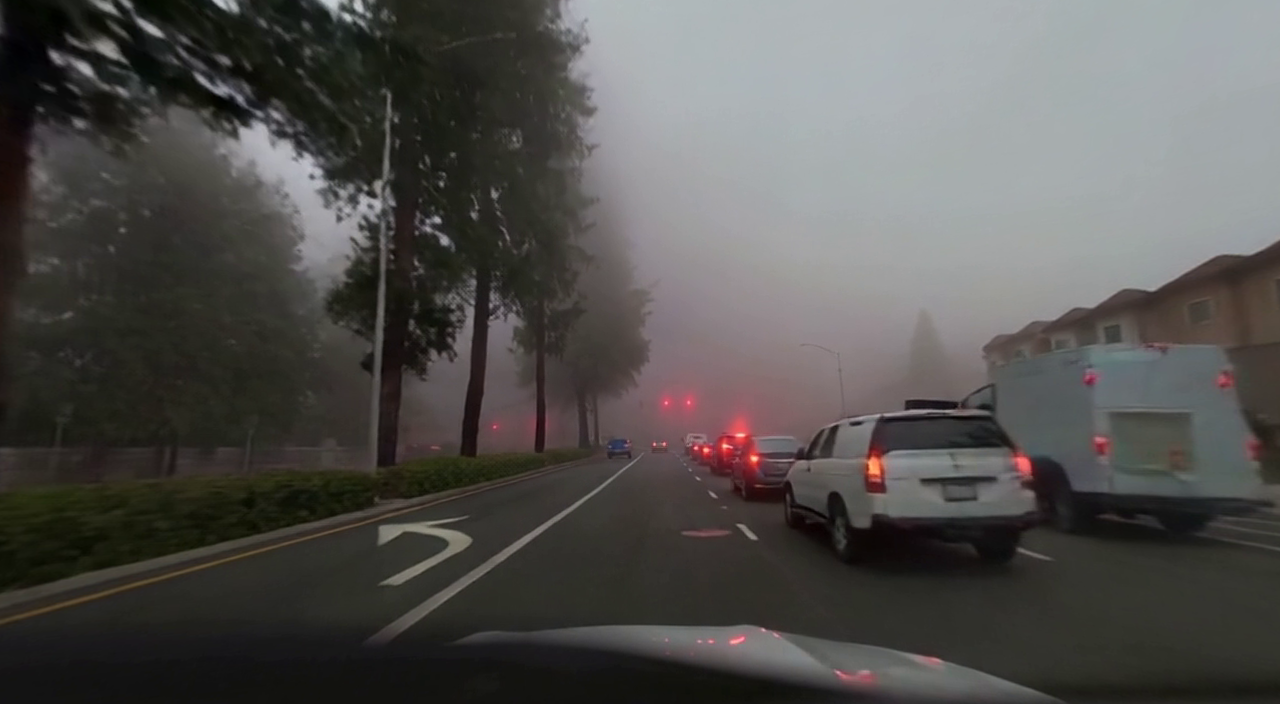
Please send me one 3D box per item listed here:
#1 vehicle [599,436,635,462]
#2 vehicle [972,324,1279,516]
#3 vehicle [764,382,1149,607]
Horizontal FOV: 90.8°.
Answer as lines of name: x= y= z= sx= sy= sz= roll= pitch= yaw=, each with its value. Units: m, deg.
vehicle: x=-1.492 y=6.618 z=43.139 sx=2.083 sy=1.691 sz=4.398 roll=-1 pitch=-8 yaw=3
vehicle: x=6.861 y=1.058 z=9.385 sx=1.933 sy=2.309 sz=3.468 roll=0 pitch=-8 yaw=1
vehicle: x=2.846 y=1.414 z=7.137 sx=2.052 sy=1.693 sz=4.554 roll=0 pitch=-8 yaw=1
